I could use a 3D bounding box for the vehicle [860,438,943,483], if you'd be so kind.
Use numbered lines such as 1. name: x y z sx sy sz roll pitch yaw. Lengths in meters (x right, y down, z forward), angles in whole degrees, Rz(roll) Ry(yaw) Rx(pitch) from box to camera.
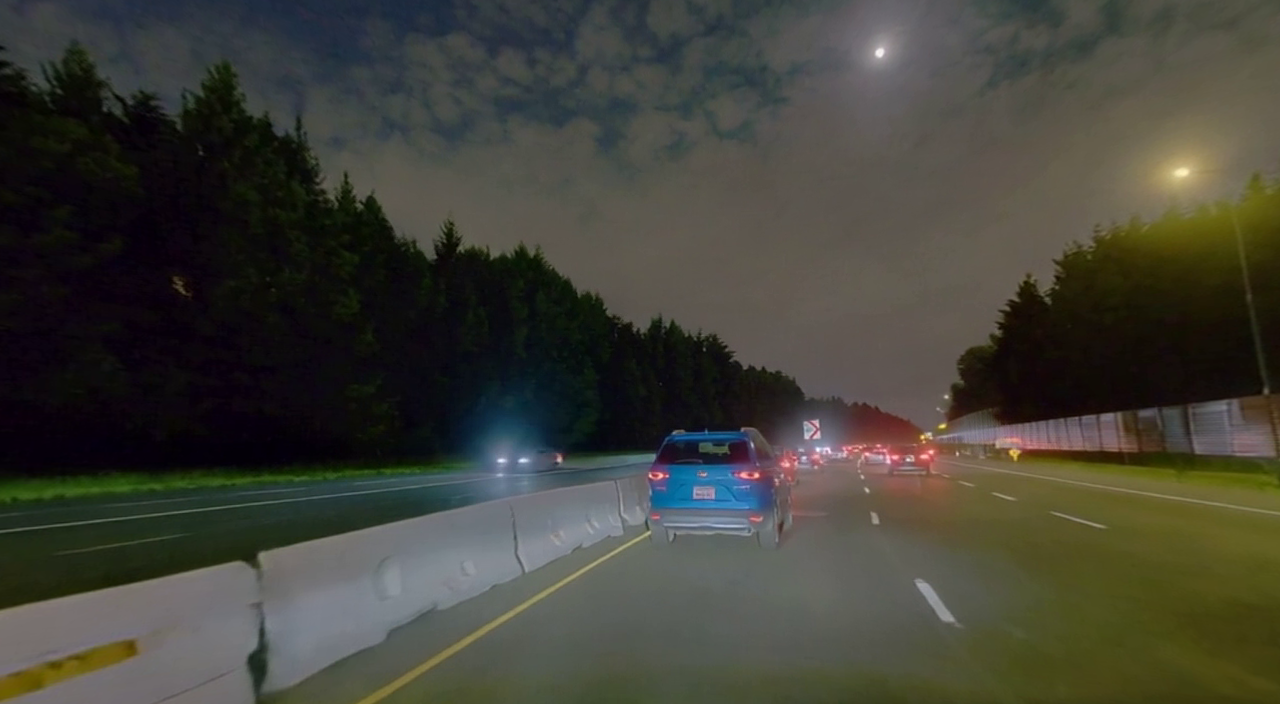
1. vehicle: 9.429 3.912 23.097 1.962 1.442 4.536 -2 -8 12

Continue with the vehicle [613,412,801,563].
1. vehicle: 1.209 1.801 9.163 2.021 1.635 4.085 -2 -9 16

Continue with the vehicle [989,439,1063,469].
1. vehicle: 20.244 5.332 33.216 1.990 1.478 4.475 -2 -9 14

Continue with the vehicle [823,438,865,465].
1. vehicle: 12.583 6.134 39.061 1.857 1.584 3.976 -1 -8 9
